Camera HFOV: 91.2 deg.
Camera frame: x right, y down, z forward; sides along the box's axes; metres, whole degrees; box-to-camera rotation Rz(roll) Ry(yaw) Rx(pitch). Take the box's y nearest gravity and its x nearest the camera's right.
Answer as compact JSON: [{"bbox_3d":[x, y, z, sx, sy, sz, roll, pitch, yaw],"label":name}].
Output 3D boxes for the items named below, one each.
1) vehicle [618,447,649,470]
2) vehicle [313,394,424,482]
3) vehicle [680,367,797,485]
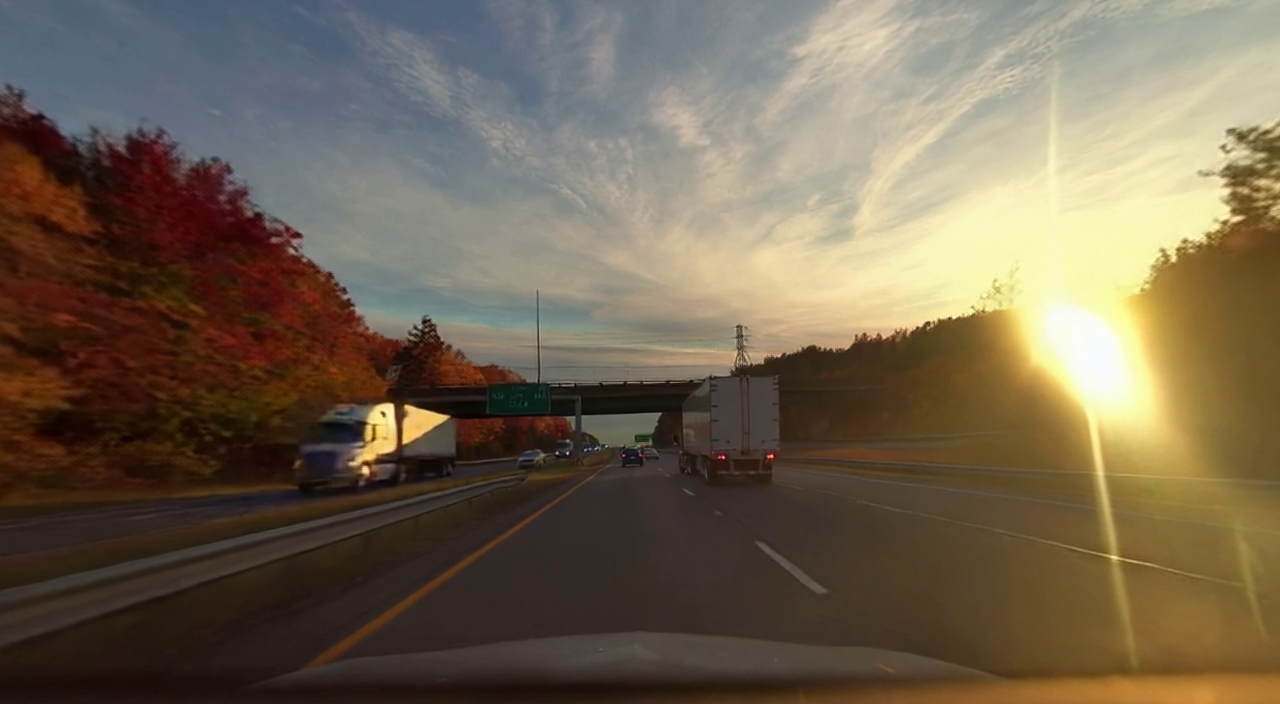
[{"bbox_3d":[-0.468,7.131,42.221,1.961,1.454,3.755,0,-9,-1],"label":"vehicle"},{"bbox_3d":[-13.950,4.550,32.888,2.872,4.094,6.767,1,-9,-2],"label":"vehicle"},{"bbox_3d":[4.051,3.769,30.084,2.956,4.281,14.327,0,-9,-1],"label":"vehicle"}]
